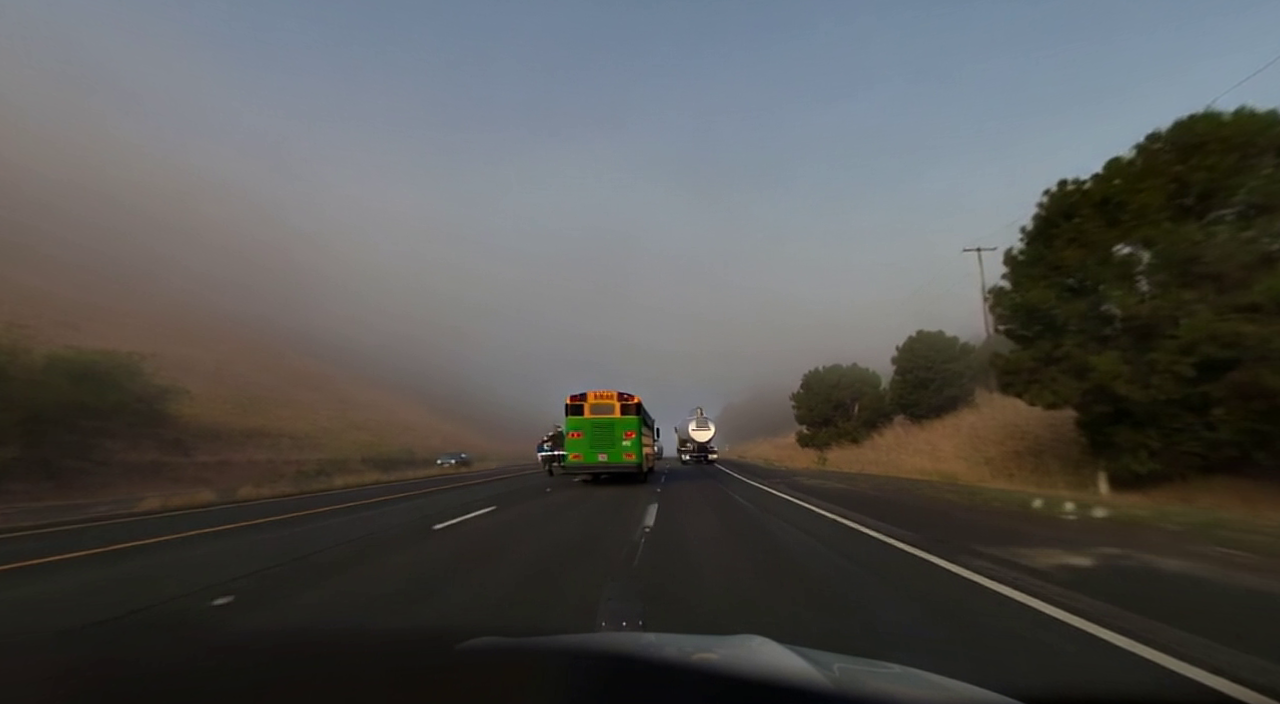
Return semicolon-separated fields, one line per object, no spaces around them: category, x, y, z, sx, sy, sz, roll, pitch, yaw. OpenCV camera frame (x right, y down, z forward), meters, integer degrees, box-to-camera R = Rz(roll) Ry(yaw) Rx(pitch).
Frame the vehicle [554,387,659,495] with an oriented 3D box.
vehicle;-0.869;3.465;24.503;2.948;3.265;10.569;0;-8;3

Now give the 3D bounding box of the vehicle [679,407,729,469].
vehicle;4.104;5.774;41.744;2.716;3.705;7.018;0;-9;1
